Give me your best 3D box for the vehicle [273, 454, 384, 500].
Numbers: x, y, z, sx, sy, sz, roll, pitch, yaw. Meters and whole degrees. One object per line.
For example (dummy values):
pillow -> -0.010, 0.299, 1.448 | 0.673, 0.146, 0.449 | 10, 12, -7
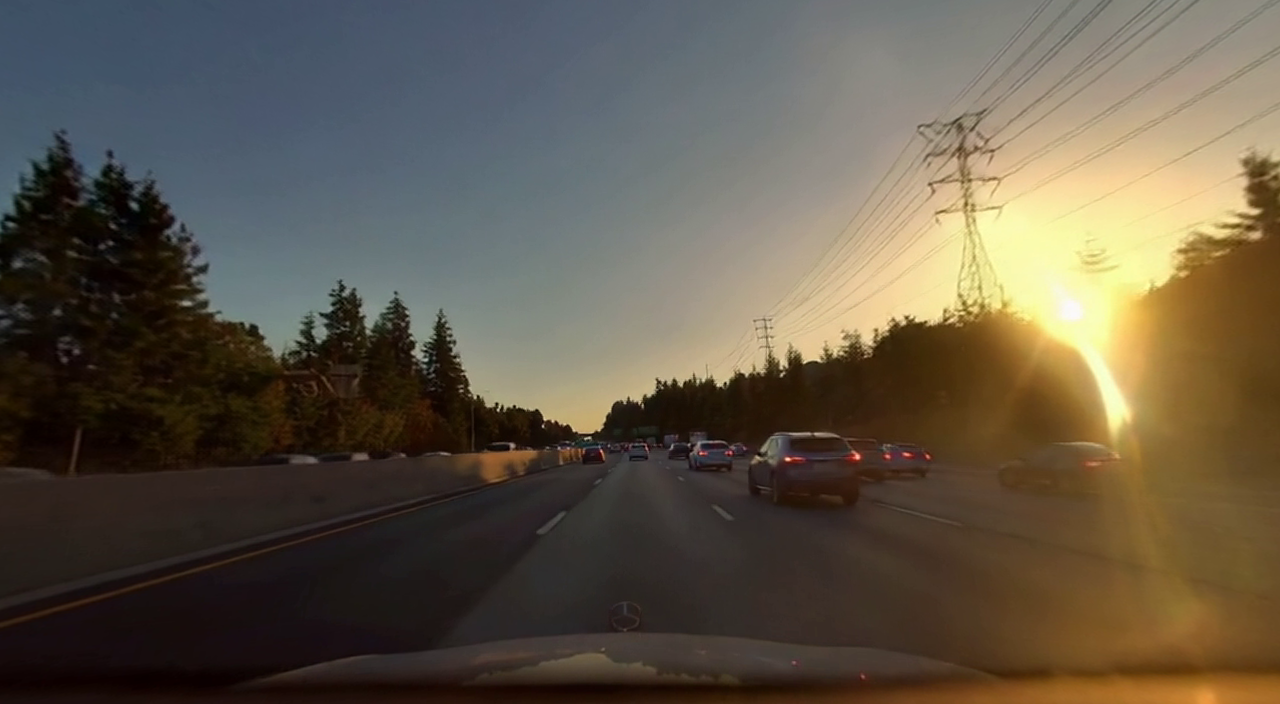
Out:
vehicle -> -11.899, 4.755, 24.432 | 1.981, 1.529, 4.499 | 0, -8, 0

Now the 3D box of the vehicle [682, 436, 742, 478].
vehicle -> 3.251, 4.865, 29.380 | 2.111, 1.755, 4.459 | 0, -8, -2

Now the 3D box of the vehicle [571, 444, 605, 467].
vehicle -> -3.632, 7.328, 44.616 | 2.051, 1.510, 4.373 | 0, -8, 0

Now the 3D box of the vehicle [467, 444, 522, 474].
vehicle -> -8.610, 6.338, 37.650 | 2.007, 1.651, 5.177 | 0, -8, 0

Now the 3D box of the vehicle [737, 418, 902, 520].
vehicle -> 3.629, 2.481, 13.878 | 2.138, 1.826, 4.783 | 0, -8, -1

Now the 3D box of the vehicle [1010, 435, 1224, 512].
vehicle -> 10.557, 2.678, 14.363 | 1.850, 1.492, 3.767 | 0, -8, -1

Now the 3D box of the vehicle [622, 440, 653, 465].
vehicle -> -0.202, 7.714, 48.337 | 2.314, 1.796, 4.254 | 0, -8, -1
